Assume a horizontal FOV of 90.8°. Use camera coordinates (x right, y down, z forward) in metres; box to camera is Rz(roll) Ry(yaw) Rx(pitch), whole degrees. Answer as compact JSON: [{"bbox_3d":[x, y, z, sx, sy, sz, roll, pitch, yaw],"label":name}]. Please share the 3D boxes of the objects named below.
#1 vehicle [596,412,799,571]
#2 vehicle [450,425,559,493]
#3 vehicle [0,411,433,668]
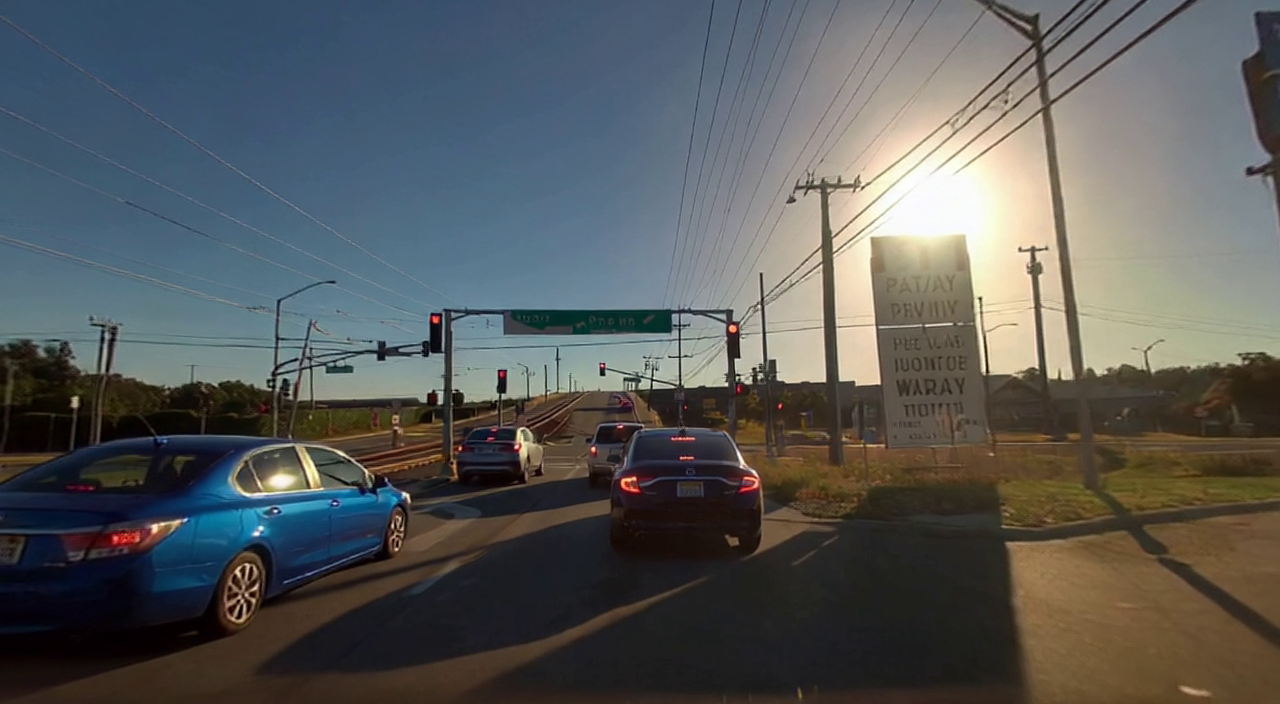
[{"bbox_3d":[0.439,1.656,8.217,1.998,1.529,3.960,1,-8,-4],"label":"vehicle"},{"bbox_3d":[-3.304,2.706,16.221,1.984,1.505,4.047,0,-8,-1],"label":"vehicle"},{"bbox_3d":[-3.685,1.425,5.998,1.956,1.468,4.585,0,-8,-1],"label":"vehicle"}]
